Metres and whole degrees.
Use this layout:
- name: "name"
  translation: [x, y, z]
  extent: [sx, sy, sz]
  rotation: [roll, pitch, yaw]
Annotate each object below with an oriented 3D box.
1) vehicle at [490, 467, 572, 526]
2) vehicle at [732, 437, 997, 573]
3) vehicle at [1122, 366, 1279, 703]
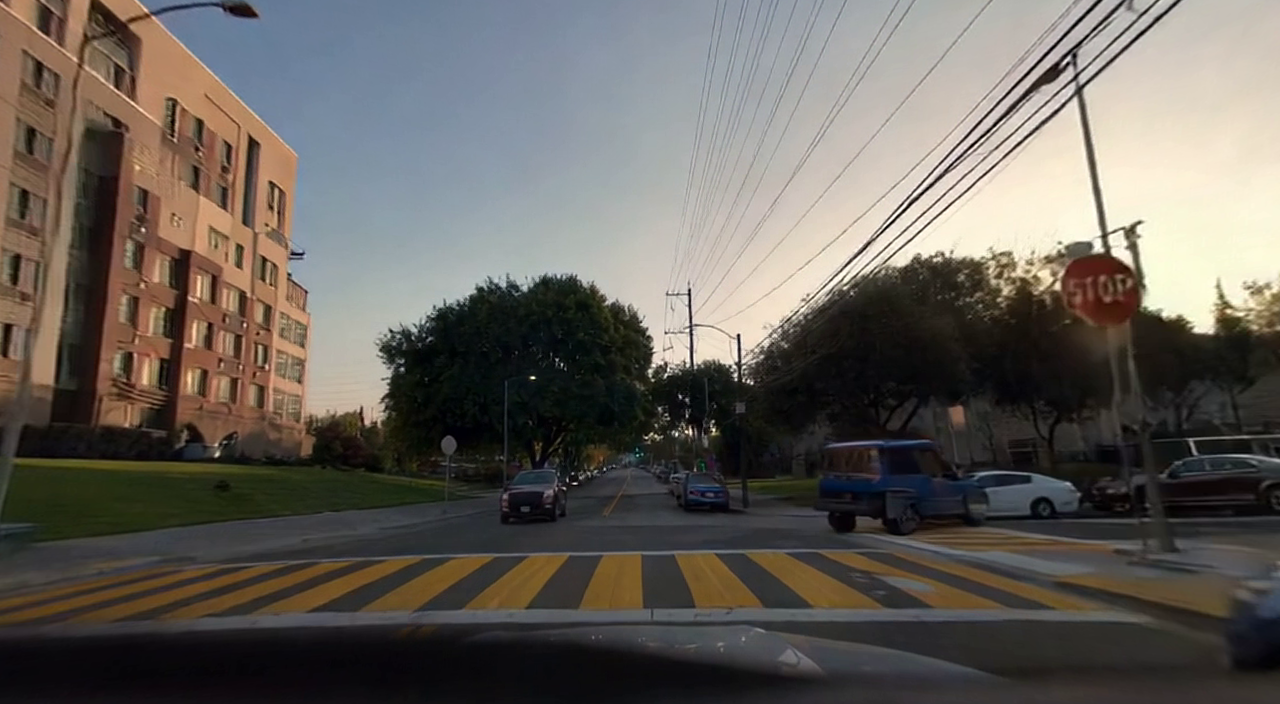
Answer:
- name: "vehicle"
  translation: [-3.433, 4.634, 20.641]
  extent: [1.911, 1.563, 4.057]
  rotation: [0, -8, 0]
- name: "vehicle"
  translation: [4.039, 2.400, 10.950]
  extent: [4.872, 1.789, 2.214]
  rotation: [7, -11, -42]
- name: "vehicle"
  translation: [3.272, 0.667, 0.930]
  extent: [1.933, 1.612, 3.941]
  rotation: [0, -8, -1]
